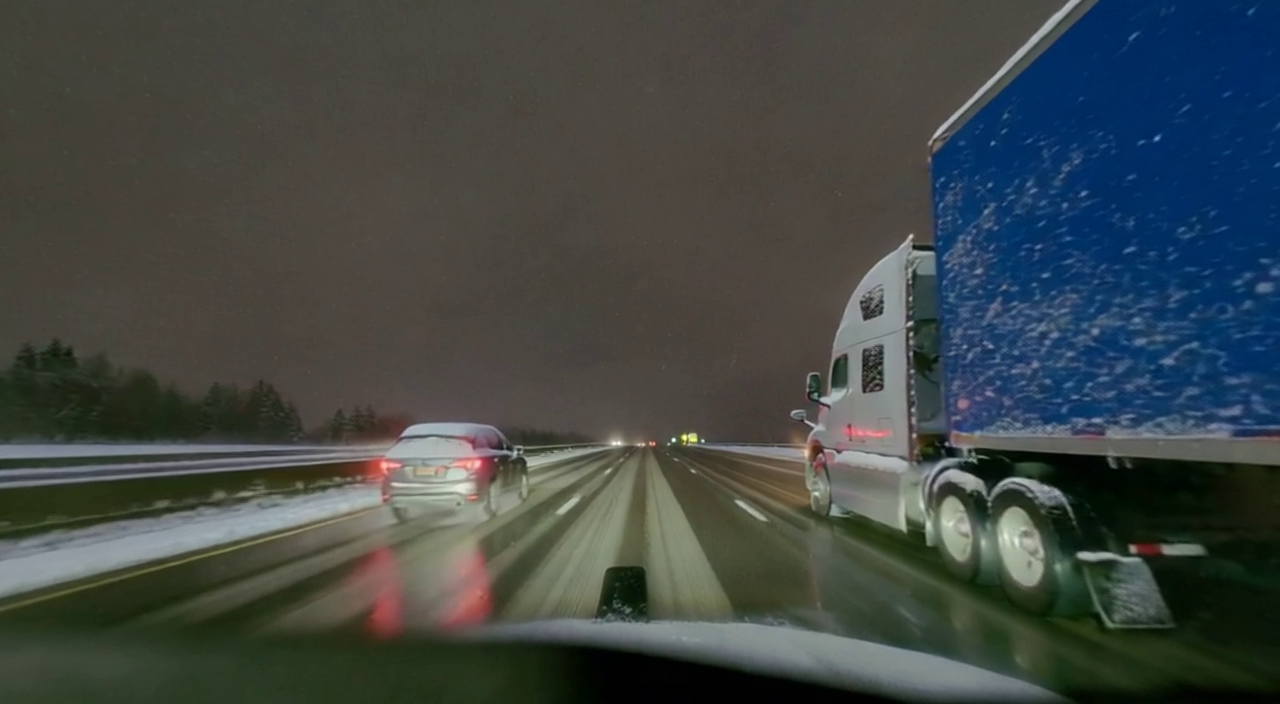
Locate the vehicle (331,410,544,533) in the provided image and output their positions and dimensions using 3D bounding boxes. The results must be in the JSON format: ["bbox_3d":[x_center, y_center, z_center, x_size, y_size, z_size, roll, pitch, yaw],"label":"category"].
[{"bbox_3d":[-3.199,2.005,11.188,2.189,1.707,4.692,0,-8,0],"label":"vehicle"}]

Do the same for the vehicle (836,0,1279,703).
[{"bbox_3d":[3.938,-0.529,0.983,2.989,4.067,13.991,0,-8,1],"label":"vehicle"}]
